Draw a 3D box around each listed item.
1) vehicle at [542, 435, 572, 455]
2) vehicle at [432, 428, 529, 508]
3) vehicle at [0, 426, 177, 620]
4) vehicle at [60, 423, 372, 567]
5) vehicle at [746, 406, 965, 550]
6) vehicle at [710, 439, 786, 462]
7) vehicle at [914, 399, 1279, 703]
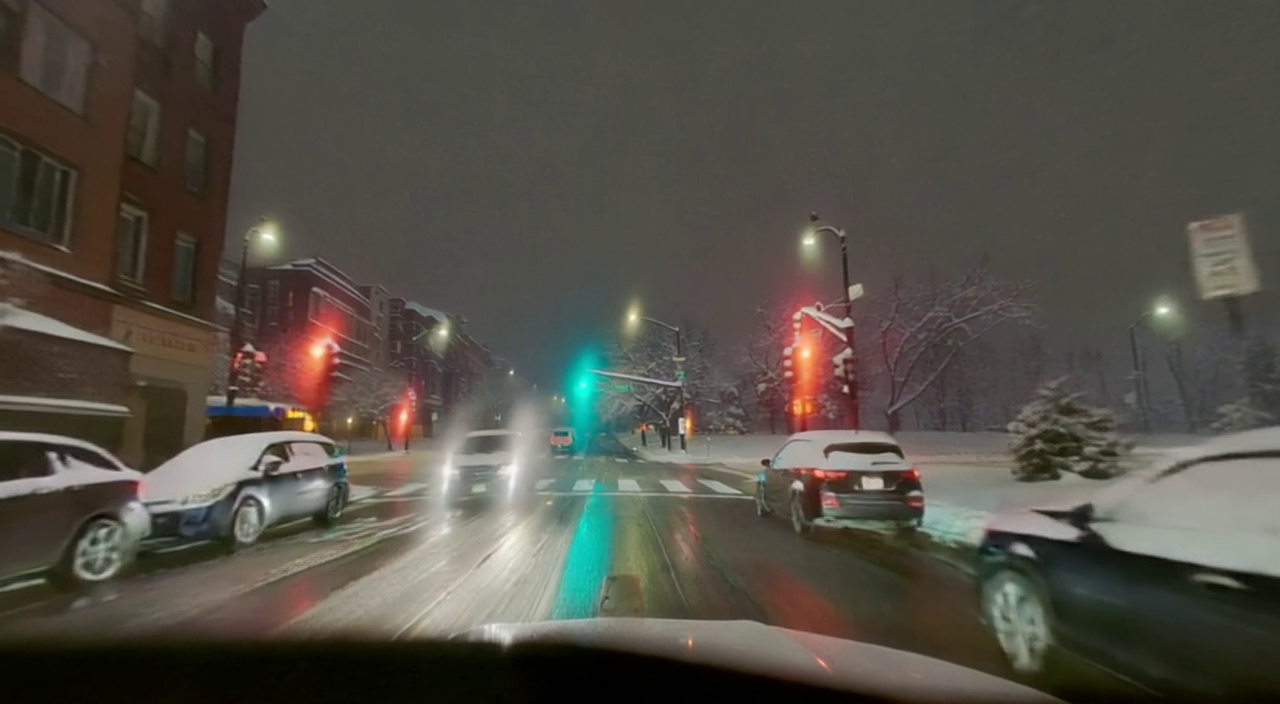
[{"bbox_3d":[-6.364,7.219,48.976,1.799,1.468,3.693,-1,-9,0],"label":"vehicle"},{"bbox_3d":[-4.483,3.093,17.211,2.148,1.818,4.791,3,-10,-18],"label":"vehicle"},{"bbox_3d":[-6.823,1.596,5.900,1.893,1.758,4.019,-1,-9,0],"label":"vehicle"},{"bbox_3d":[-6.766,2.315,11.024,2.132,1.801,4.885,-3,-9,-1],"label":"vehicle"},{"bbox_3d":[3.328,2.091,11.016,2.052,1.929,4.747,0,-9,-1],"label":"vehicle"},{"bbox_3d":[6.756,6.224,39.885,4.451,1.422,1.744,0,-9,-1],"label":"vehicle"},{"bbox_3d":[3.119,0.919,2.235,2.032,1.474,4.795,0,-9,-1],"label":"vehicle"}]
